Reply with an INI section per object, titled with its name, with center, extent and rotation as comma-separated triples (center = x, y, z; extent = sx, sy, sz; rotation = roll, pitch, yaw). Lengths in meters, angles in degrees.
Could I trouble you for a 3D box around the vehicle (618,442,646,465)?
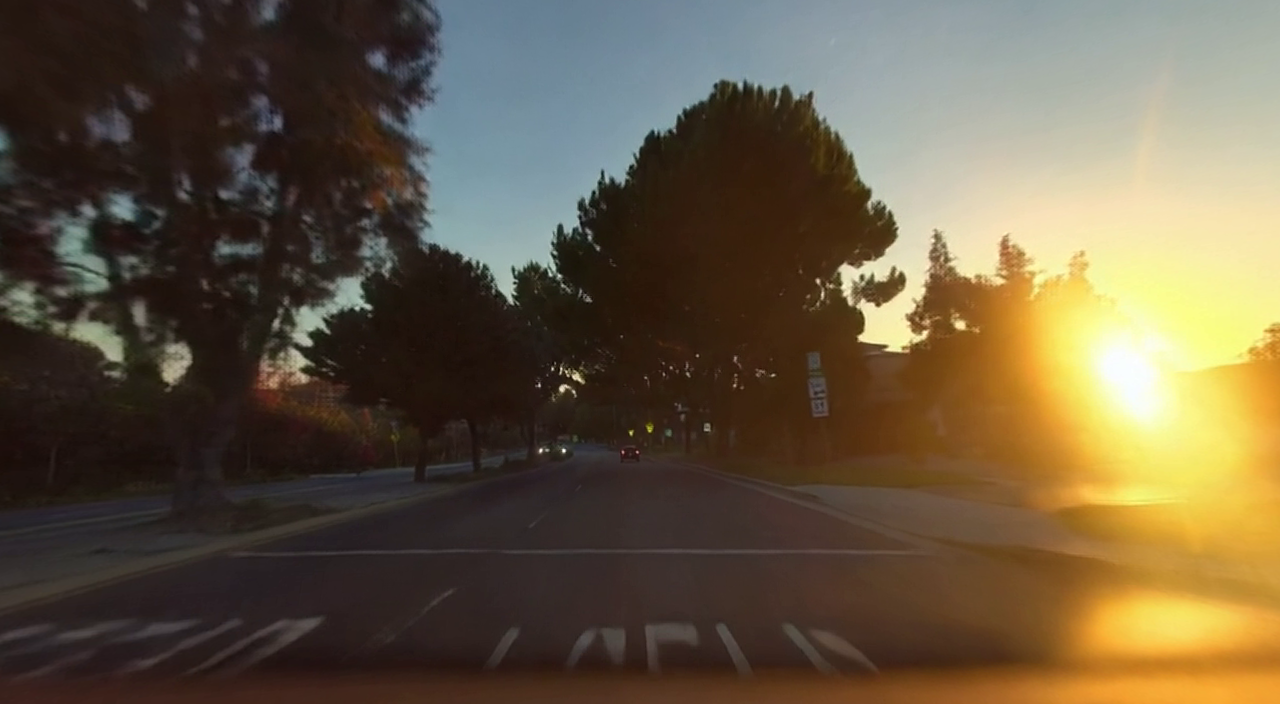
[vehicle]
center = -0.613, 7.628, 47.503
extent = 2.045, 1.613, 4.210
rotation = 0, -8, -1
